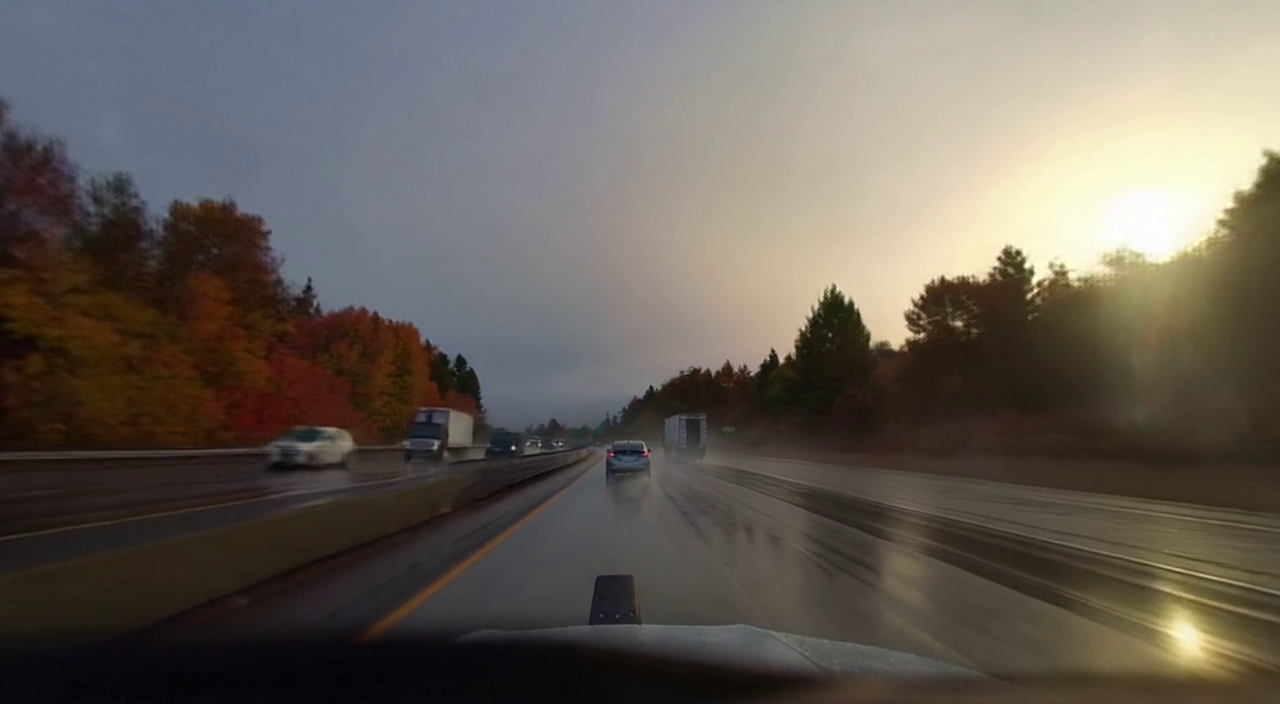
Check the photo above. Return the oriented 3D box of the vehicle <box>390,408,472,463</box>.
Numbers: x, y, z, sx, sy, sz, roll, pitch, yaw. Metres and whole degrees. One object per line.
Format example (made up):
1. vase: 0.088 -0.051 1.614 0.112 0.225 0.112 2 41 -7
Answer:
1. vehicle: -14.289 5.877 43.615 2.962 3.482 8.134 0 -9 -1

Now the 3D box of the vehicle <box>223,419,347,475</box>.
1. vehicle: -13.383 3.654 24.057 2.059 1.899 4.680 0 -9 -1

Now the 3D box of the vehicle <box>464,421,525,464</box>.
1. vehicle: -9.462 5.994 41.430 2.433 2.536 7.064 0 -9 -1

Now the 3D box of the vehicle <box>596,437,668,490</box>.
1. vehicle: -0.271 3.544 20.203 2.099 1.506 4.097 0 -9 -1
